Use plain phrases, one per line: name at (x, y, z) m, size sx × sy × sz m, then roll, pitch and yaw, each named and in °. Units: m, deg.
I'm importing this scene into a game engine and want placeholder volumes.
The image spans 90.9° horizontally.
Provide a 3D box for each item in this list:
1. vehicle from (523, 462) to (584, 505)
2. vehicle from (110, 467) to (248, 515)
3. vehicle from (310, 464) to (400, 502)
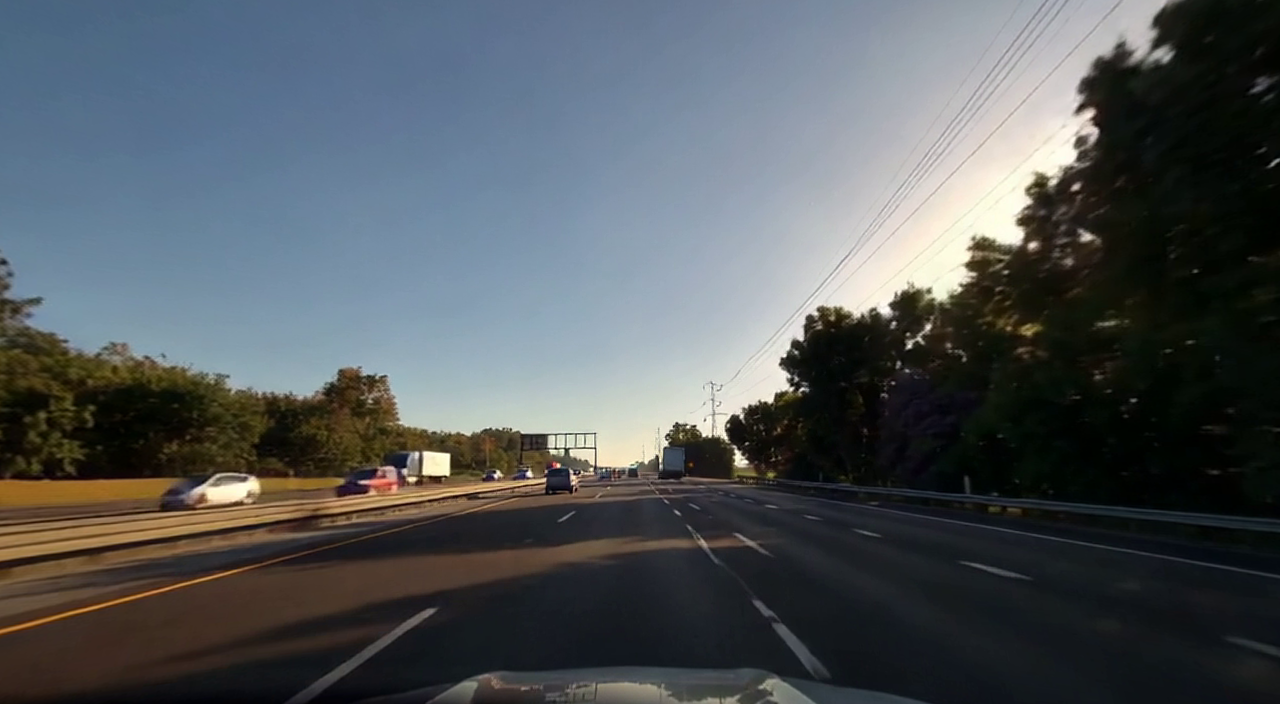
vehicle at (-3.495, 5.417, 26.191) m, size 1.942 × 1.597 × 3.943 m, roll 1°, pitch -11°, yaw 0°
vehicle at (-15.988, 4.823, 22.155) m, size 1.825 × 1.468 × 3.919 m, roll 1°, pitch -11°, yaw 0°
vehicle at (-12.435, 5.728, 27.801) m, size 1.922 × 1.495 × 4.213 m, roll 1°, pitch -11°, yaw 0°
